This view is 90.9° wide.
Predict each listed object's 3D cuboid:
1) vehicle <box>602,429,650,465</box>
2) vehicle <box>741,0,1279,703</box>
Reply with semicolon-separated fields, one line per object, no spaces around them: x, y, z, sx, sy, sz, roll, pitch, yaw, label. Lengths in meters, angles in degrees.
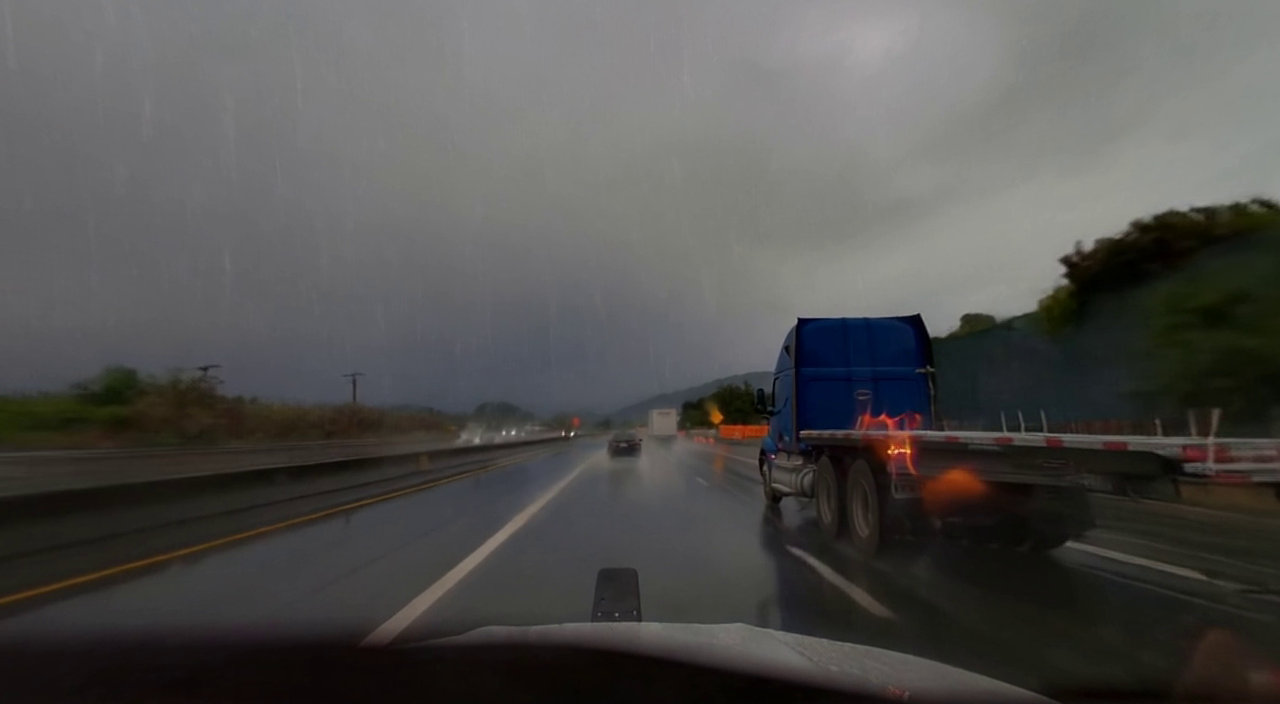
-0.596;4.112;27.474;1.929;1.469;3.677;0;-8;-1;vehicle
3.557;0.290;6.522;2.919;3.634;10.888;0;-8;-2;vehicle
